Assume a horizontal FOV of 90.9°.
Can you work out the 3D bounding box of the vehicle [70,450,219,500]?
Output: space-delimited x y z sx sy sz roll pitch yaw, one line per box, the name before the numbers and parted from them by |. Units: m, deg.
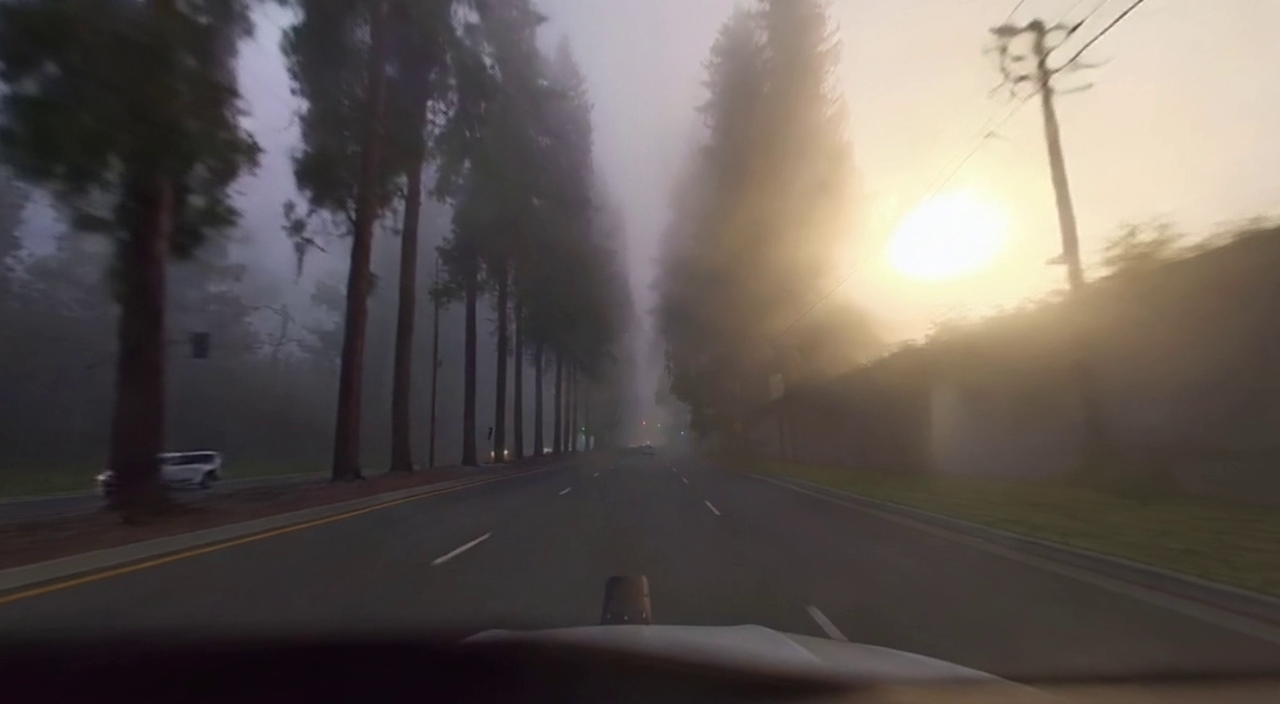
vehicle | -18.195 4.497 23.482 1.930 1.608 4.414 0 -8 0
